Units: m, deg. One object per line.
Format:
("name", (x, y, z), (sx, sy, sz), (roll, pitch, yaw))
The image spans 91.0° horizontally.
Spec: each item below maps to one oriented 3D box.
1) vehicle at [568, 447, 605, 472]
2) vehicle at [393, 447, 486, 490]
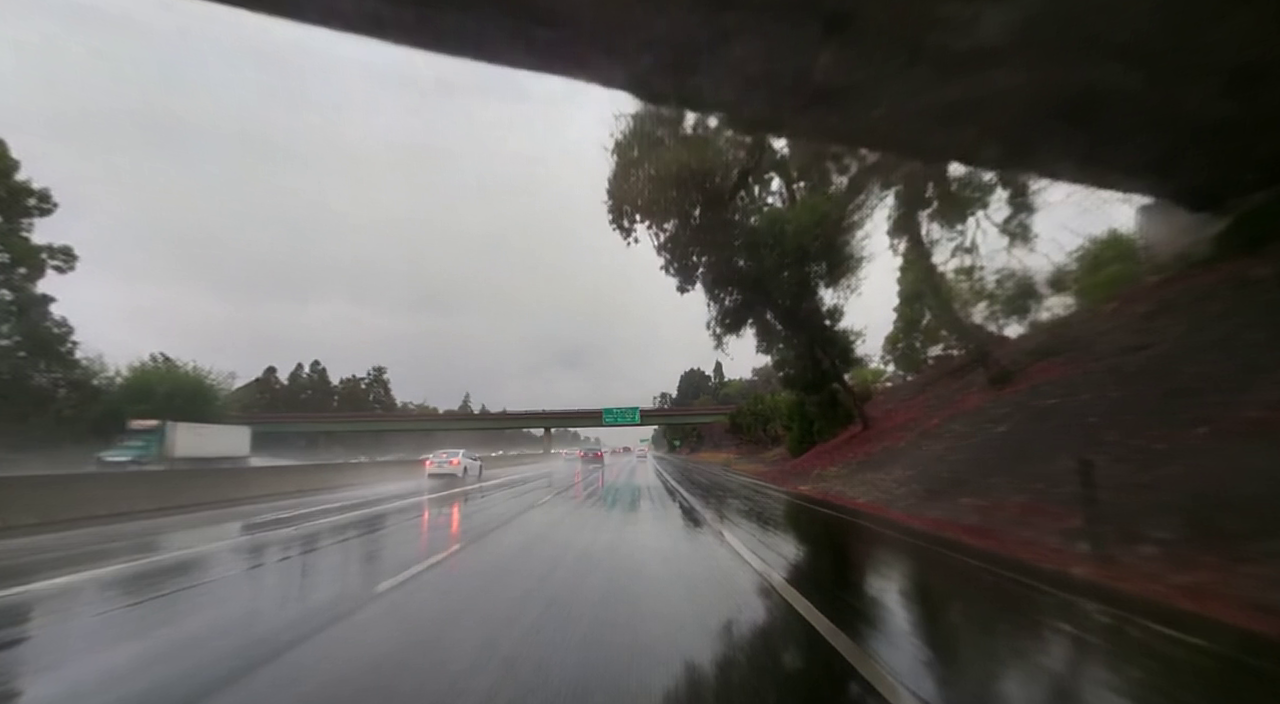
("vehicle", (-3.608, 7.364, 43.295), (2.102, 1.571, 4.666), (0, -9, 1))
("vehicle", (-7.592, 4.441, 24.406), (2.002, 1.507, 4.631), (0, -9, 1))
